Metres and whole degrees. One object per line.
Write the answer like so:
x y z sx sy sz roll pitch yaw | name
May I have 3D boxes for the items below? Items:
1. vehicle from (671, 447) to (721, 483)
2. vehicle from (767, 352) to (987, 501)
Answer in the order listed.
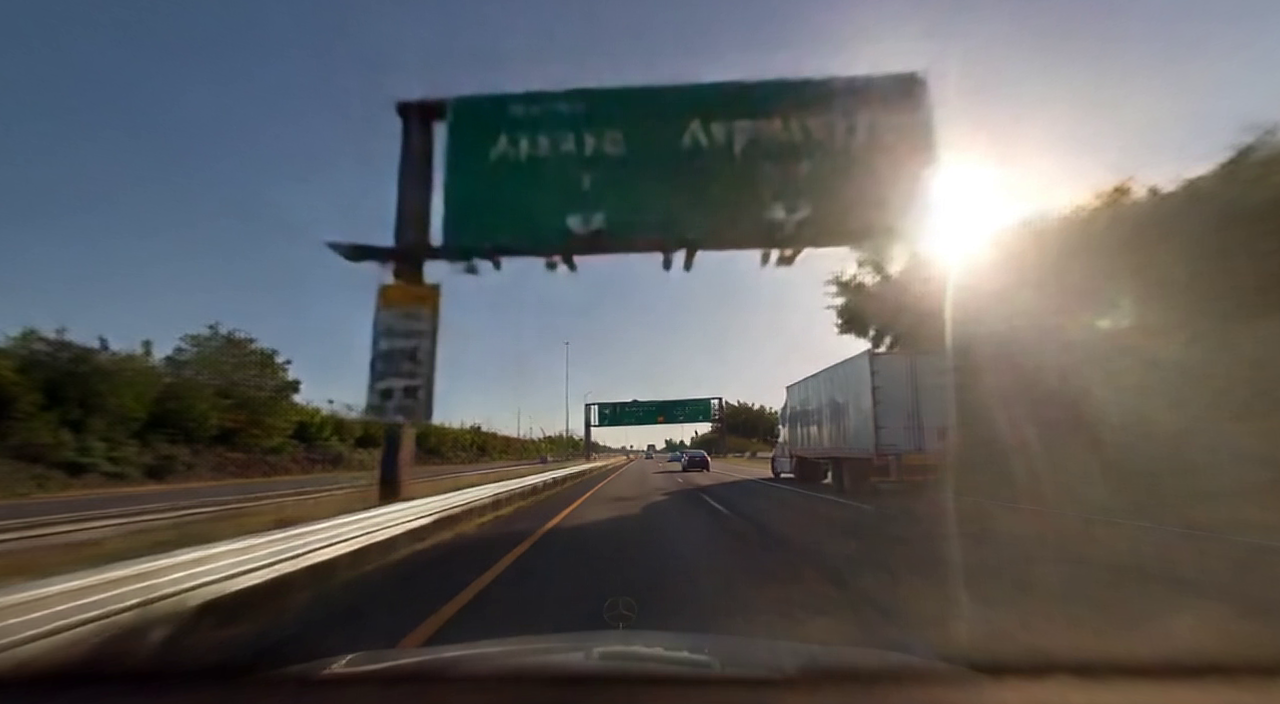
2.606 5.382 30.133 2.024 1.579 3.707 0 -9 0 | vehicle
7.811 3.065 24.055 2.907 4.042 13.858 0 -9 0 | vehicle
